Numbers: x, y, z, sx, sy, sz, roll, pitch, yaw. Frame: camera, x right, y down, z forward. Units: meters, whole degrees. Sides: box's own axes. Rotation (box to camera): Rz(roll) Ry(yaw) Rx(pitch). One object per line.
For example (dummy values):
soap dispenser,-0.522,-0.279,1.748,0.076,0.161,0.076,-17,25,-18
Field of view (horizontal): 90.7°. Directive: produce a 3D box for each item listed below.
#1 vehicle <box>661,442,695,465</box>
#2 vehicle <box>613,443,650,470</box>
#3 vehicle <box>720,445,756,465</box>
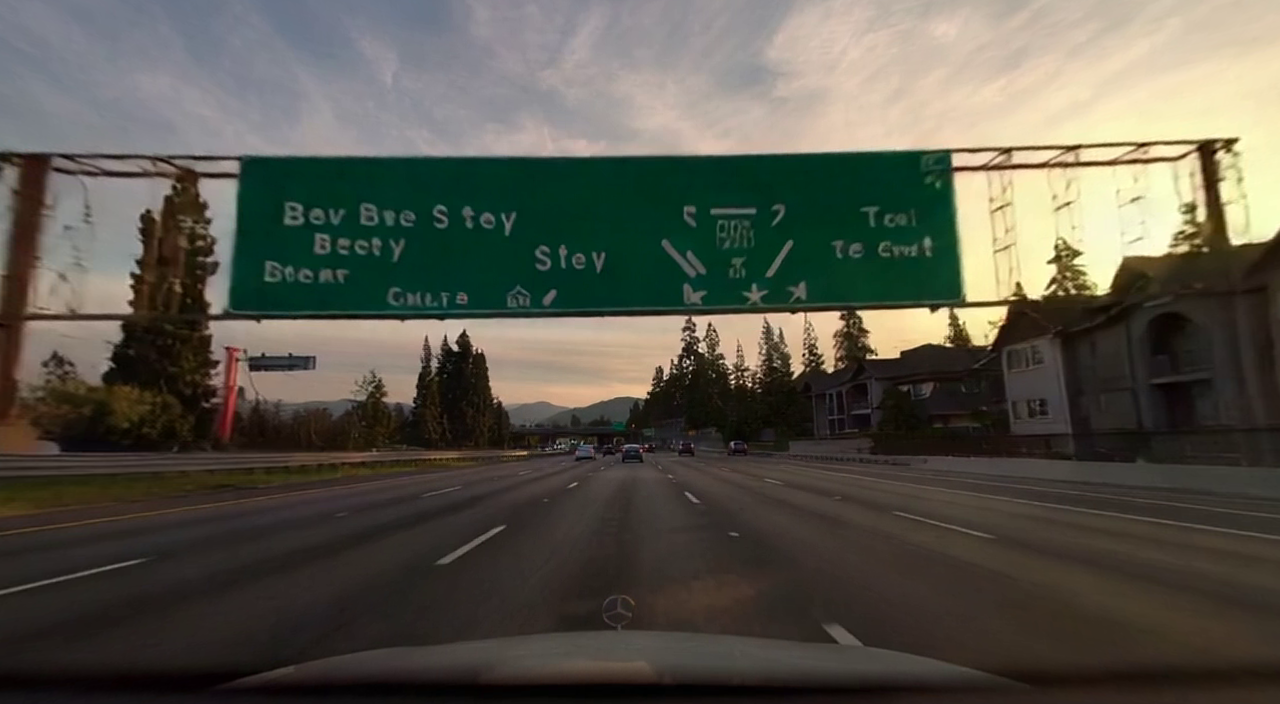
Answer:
vehicle,2.749,7.481,46.662,2.084,1.624,3.935,0,-9,-2
vehicle,-0.492,6.339,38.576,2.146,1.485,4.332,0,-9,0
vehicle,7.452,7.861,48.502,2.009,1.419,3.970,0,-9,-1
